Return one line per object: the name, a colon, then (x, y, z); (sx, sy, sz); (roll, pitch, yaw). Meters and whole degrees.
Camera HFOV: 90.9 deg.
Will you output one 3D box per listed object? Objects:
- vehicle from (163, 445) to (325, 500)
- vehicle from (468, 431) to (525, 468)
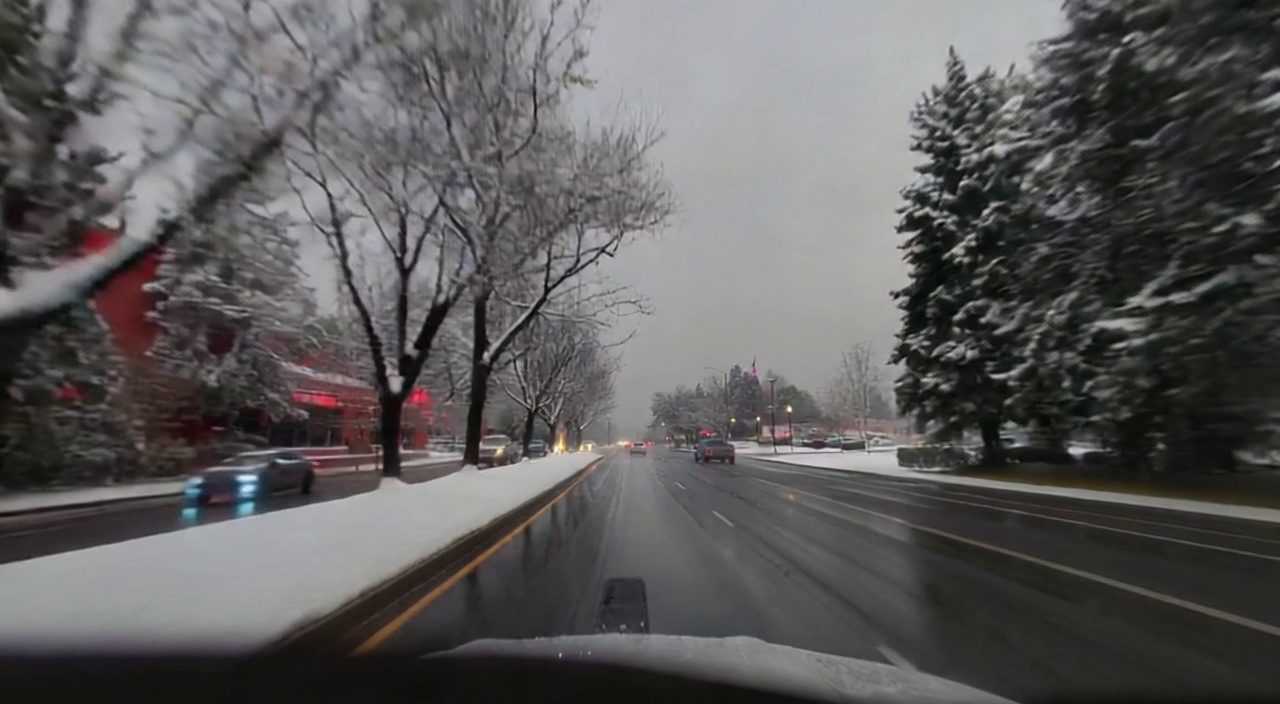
vehicle: (-11.643, 3.527, 18.990); (1.874, 1.407, 4.606); (0, -8, 0)
vehicle: (-8.439, 5.793, 37.545); (2.171, 1.975, 5.168); (0, -8, 0)
